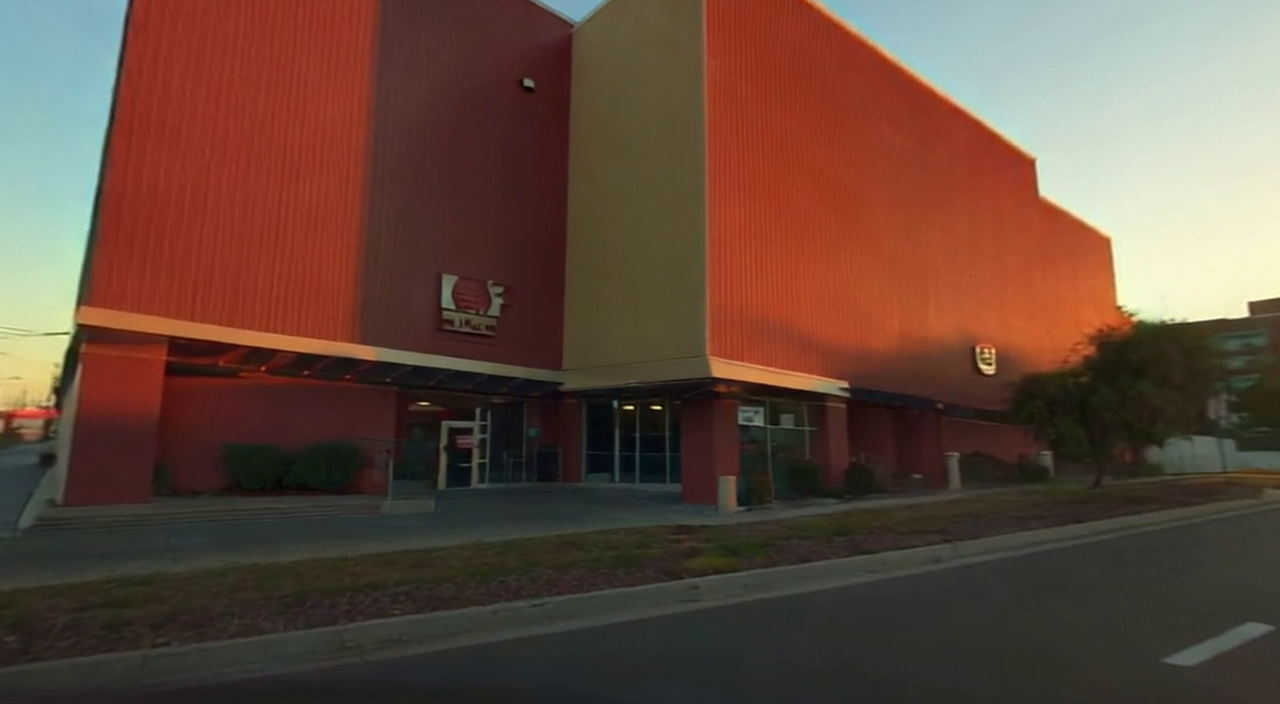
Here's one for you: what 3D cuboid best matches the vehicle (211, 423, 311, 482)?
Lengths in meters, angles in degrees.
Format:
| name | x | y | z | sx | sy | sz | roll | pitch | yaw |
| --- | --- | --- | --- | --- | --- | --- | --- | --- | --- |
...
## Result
| name | x | y | z | sx | sy | sz | roll | pitch | yaw |
| --- | --- | --- | --- | --- | --- | --- | --- | --- | --- |
| vehicle | -12.430 | 3.217 | 20.795 | 2.449 | 1.666 | 5.035 | 4 | -8 | -30 |
